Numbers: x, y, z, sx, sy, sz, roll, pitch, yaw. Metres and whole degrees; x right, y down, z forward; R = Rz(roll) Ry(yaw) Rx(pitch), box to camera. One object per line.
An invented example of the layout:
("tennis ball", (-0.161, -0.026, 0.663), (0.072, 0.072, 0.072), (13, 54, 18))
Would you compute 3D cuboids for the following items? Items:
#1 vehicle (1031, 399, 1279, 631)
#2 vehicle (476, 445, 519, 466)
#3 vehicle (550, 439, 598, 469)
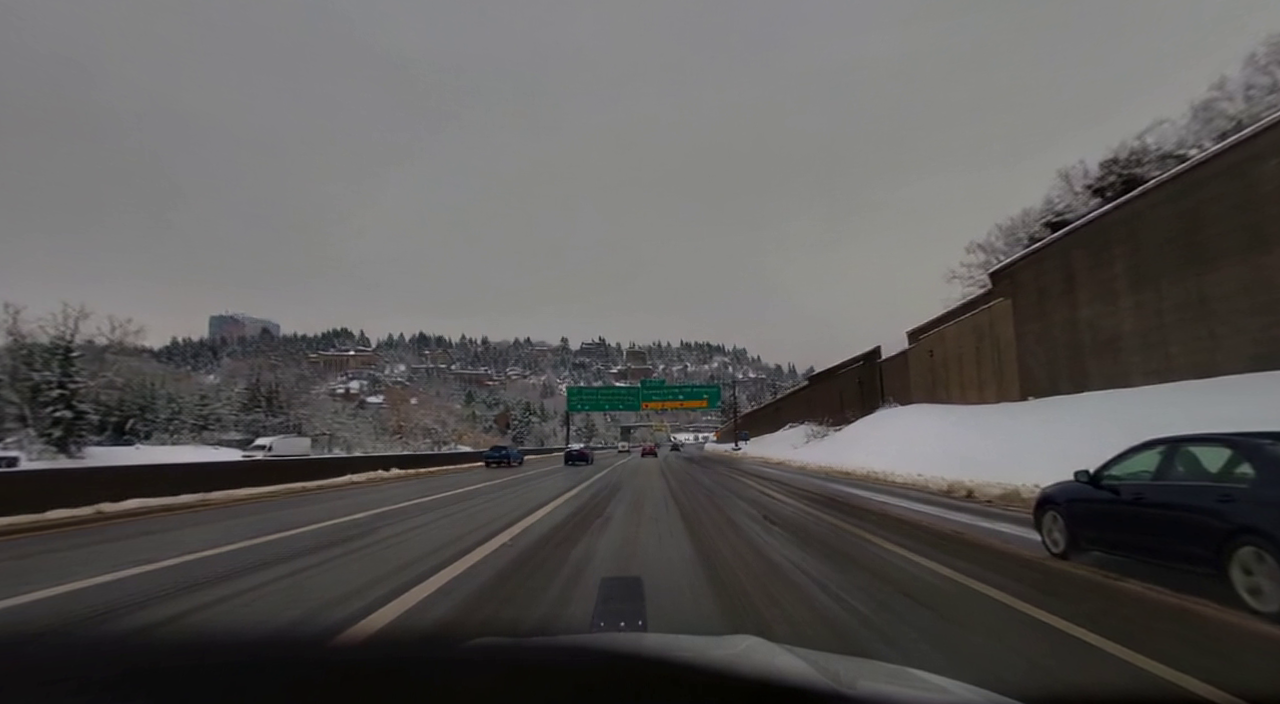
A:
("vehicle", (5.680, 1.266, 5.206), (2.122, 1.646, 4.491), (-1, -8, 2))
("vehicle", (-10.661, 7.744, 47.480), (2.015, 1.506, 4.386), (-1, -8, 2))
("vehicle", (-4.262, 6.649, 41.523), (2.172, 1.824, 5.031), (-1, -8, 5))
